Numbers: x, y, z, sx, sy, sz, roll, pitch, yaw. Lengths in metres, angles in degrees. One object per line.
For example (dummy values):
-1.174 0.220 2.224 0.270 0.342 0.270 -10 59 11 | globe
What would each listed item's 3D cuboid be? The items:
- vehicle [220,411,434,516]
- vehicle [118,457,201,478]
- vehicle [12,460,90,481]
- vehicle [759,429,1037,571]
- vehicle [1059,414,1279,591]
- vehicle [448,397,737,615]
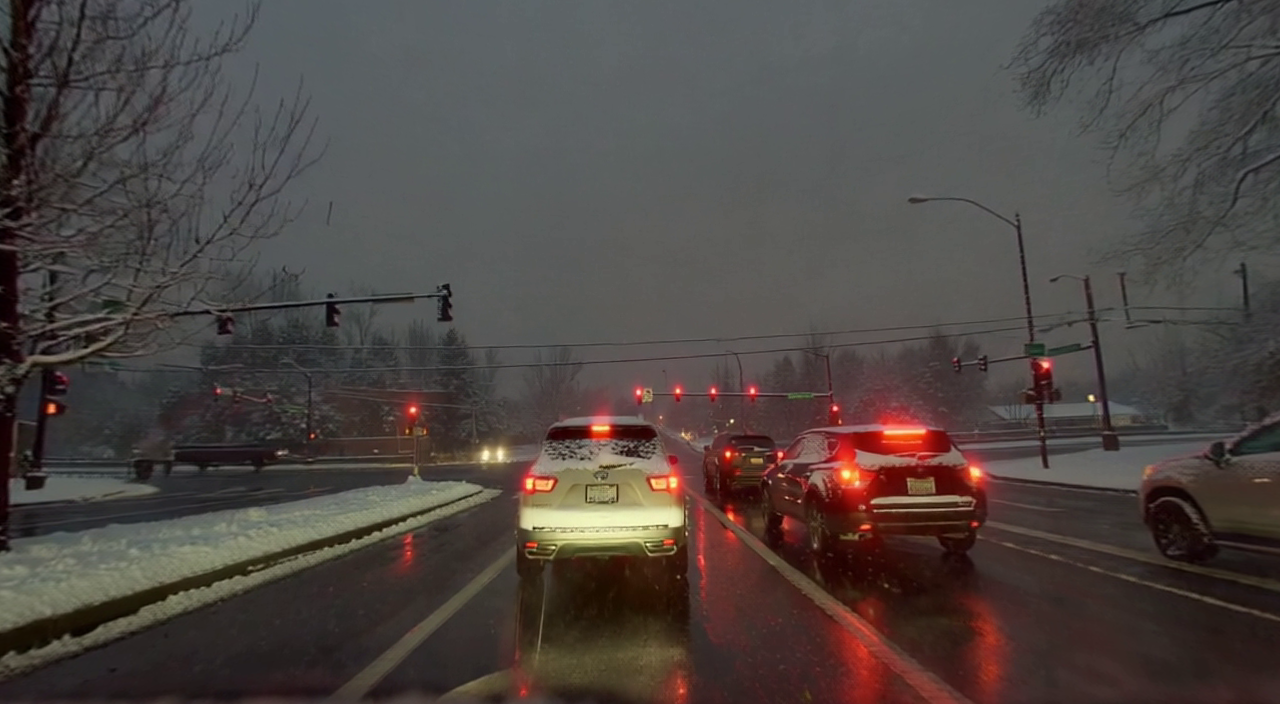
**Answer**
-6.736 2.473 14.408 2.214 1.953 5.017 0 -8 1 | vehicle
-37.353 8.970 48.870 4.914 1.487 1.850 0 -8 1 | vehicle
-45.755 9.211 48.811 4.232 1.498 1.791 0 -8 1 | vehicle
3.135 1.885 8.873 1.971 1.473 4.495 0 -8 -1 | vehicle
6.558 1.418 6.161 1.941 1.532 4.152 0 -8 -1 | vehicle
-0.343 1.507 7.035 2.256 1.694 4.055 0 -8 1 | vehicle
